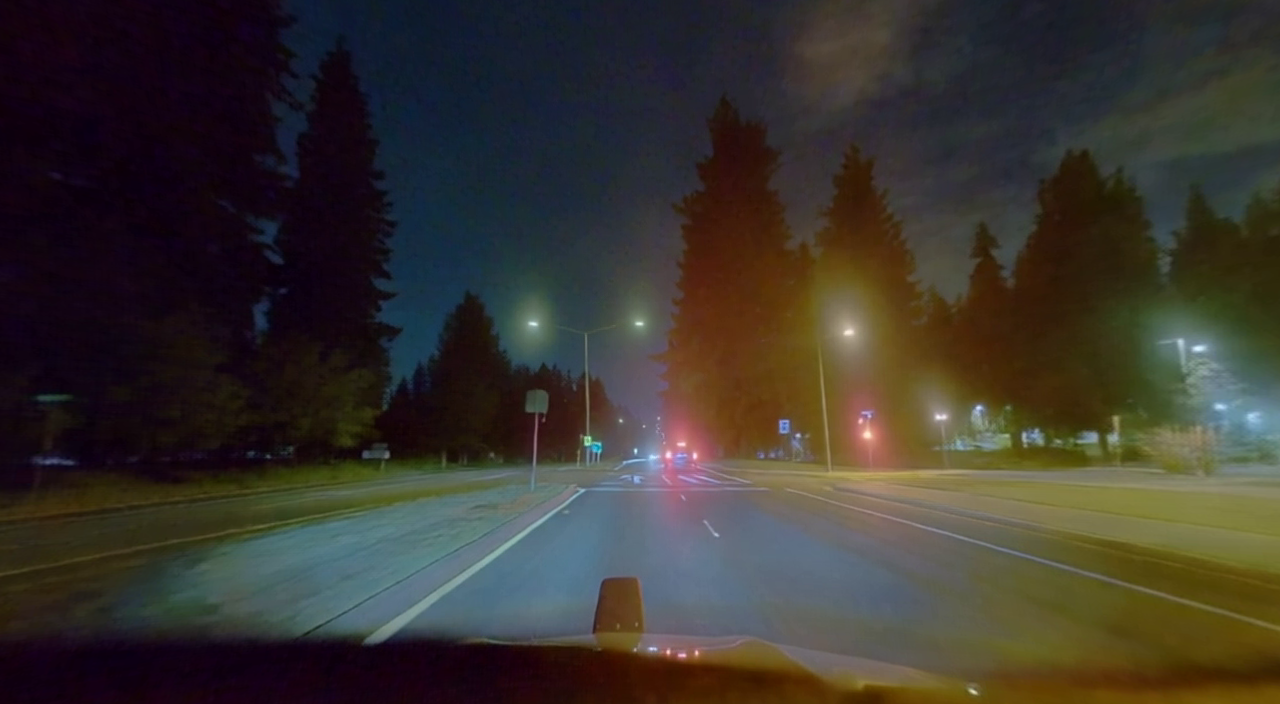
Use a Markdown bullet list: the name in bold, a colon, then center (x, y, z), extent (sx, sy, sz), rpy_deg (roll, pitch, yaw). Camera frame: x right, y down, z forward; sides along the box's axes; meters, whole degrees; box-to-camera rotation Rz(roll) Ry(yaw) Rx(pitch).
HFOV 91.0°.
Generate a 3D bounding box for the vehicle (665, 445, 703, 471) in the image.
- **vehicle**: center (2.802, 6.831, 40.724), extent (2.044, 1.537, 4.528), rpy_deg (0, -9, -1)
